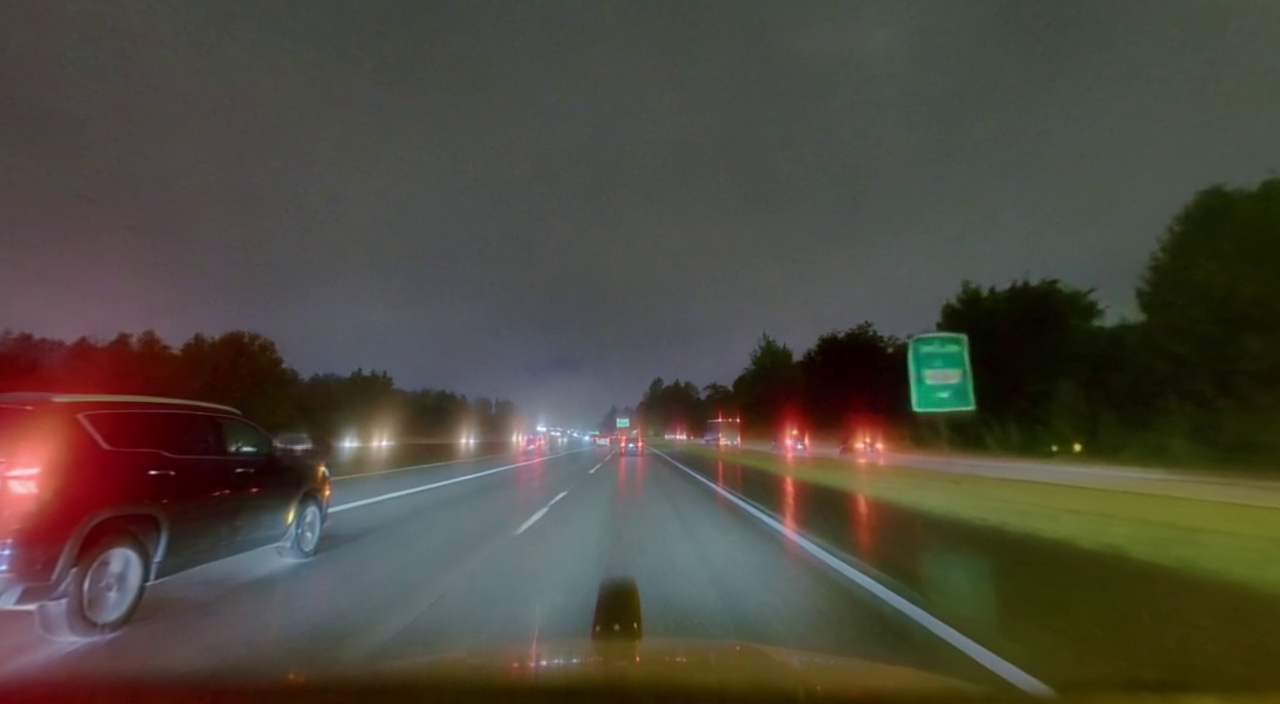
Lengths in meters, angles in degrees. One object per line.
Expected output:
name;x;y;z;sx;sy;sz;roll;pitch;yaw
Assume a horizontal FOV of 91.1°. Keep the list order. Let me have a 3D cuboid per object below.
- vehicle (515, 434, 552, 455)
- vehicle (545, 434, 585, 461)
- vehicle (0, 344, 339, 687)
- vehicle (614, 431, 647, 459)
vehicle;-8.179;7.107;48.629;1.953;1.524;4.863;0;-8;0
vehicle;-4.335;5.576;36.944;1.909;1.445;4.087;0;-8;0
vehicle;-4.449;1.099;5.001;1.971;1.822;4.366;0;-8;-1
vehicle;-0.566;5.815;39.491;2.002;1.611;3.778;0;-8;0
